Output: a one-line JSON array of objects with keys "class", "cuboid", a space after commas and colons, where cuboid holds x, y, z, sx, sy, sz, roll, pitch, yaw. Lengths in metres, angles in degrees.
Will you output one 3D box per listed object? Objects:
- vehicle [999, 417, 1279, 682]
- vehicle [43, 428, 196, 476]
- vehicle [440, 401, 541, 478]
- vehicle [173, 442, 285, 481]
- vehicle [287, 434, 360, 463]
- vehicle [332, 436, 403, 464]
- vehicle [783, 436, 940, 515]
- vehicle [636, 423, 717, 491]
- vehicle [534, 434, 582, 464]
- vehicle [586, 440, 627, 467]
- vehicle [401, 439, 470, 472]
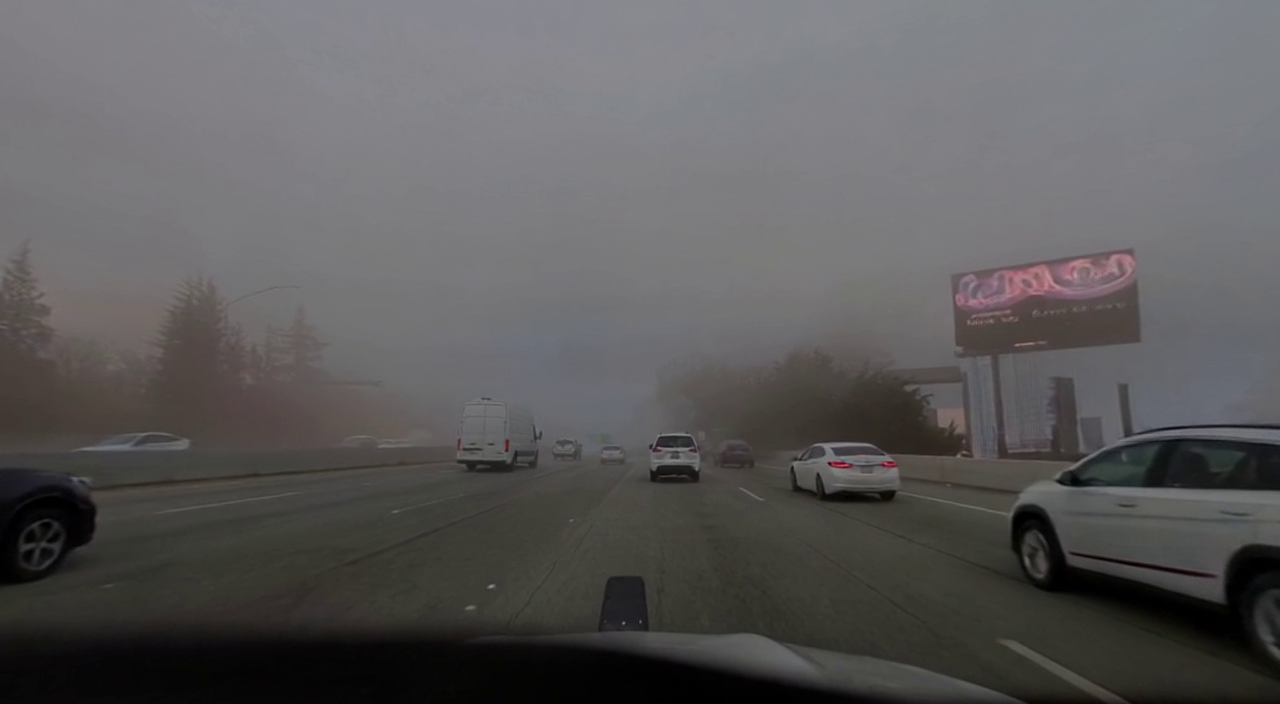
[{"class": "vehicle", "cuboid": [4.582, 1.191, 4.064, 1.915, 1.482, 4.537, 0, -8, 1]}, {"class": "vehicle", "cuboid": [-20.246, 3.894, 24.856, 1.920, 1.695, 4.612, 0, -8, 2]}, {"class": "vehicle", "cuboid": [-6.089, 3.738, 26.899, 2.358, 2.817, 7.055, 0, -8, 2]}, {"class": "vehicle", "cuboid": [-16.042, 4.268, 24.887, 1.823, 1.388, 3.705, 0, -8, 2]}, {"class": "vehicle", "cuboid": [-19.875, 6.094, 39.831, 2.064, 1.719, 4.599, 0, -8, 2]}, {"class": "vehicle", "cuboid": [-16.025, 5.776, 37.370, 1.943, 1.564, 4.687, 0, -8, 2]}, {"class": "vehicle", "cuboid": [4.739, 2.680, 14.313, 1.942, 1.487, 4.518, 0, -8, 0]}, {"class": "vehicle", "cuboid": [1.065, 3.234, 19.761, 2.209, 1.863, 4.626, 0, -8, 1]}, {"class": "vehicle", "cuboid": [-5.540, 6.656, 43.453, 2.269, 1.929, 6.032, 0, -8, 2]}, {"class": "vehicle", "cuboid": [-1.950, 6.114, 38.274, 2.079, 1.499, 4.512, 0, -8, 2]}, {"class": "vehicle", "cuboid": [-9.895, 5.031, 30.799, 1.923, 1.480, 3.905, 0, -8, 2]}]
